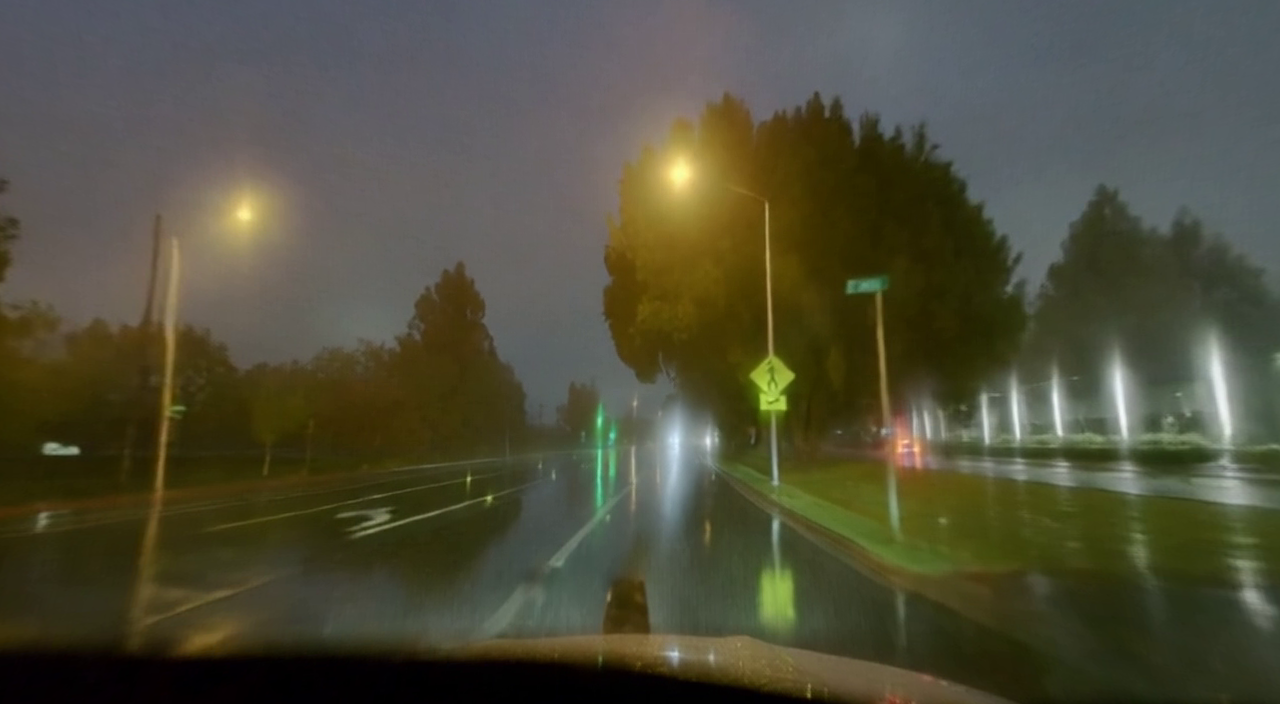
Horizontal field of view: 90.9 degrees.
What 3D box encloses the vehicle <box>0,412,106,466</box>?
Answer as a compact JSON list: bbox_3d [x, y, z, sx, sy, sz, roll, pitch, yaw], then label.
[{"bbox_3d":[-42.268,5.833,41.989,2.875,3.424,10.833,-2,-9,7],"label":"vehicle"}]
